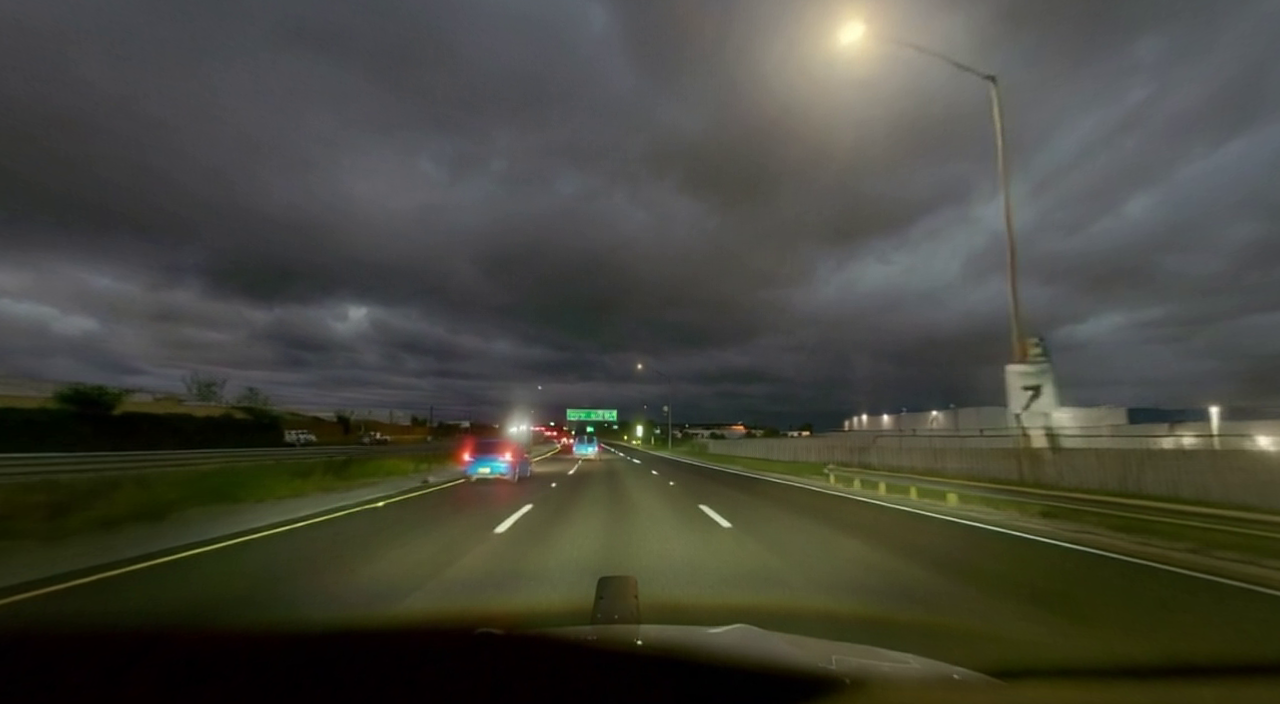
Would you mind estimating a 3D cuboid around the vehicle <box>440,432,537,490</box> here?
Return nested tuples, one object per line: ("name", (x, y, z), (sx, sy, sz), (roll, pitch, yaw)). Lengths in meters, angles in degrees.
("vehicle", (-4.473, 3.262, 19.249), (2.045, 1.547, 4.162), (0, -8, -2))

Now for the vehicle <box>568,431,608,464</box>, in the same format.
("vehicle", (-3.153, 5.928, 39.159), (2.260, 1.901, 4.665), (0, -8, -2))
